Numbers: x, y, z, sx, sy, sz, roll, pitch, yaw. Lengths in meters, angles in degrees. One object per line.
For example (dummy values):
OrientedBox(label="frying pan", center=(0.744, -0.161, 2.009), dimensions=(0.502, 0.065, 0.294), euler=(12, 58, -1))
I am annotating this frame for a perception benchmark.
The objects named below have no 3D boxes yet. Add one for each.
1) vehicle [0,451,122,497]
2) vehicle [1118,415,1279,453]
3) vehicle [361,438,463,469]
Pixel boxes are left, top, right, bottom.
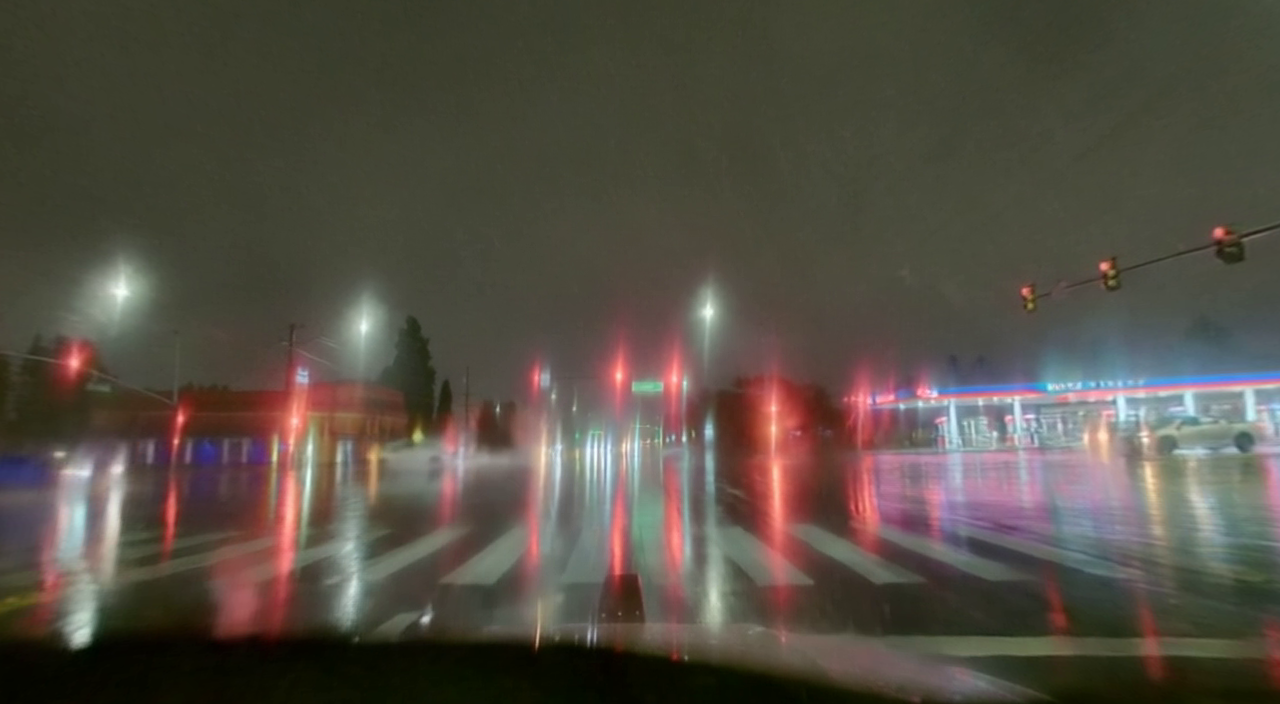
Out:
OrientedBox(label="vehicle", center=(-21.951, 4.453, 22.996), dimensions=(4.488, 1.463, 1.888), euler=(-3, -9, 3))
OrientedBox(label="vehicle", center=(22.801, 3.392, 25.808), dimensions=(4.696, 1.483, 1.898), euler=(-1, -8, 3))
OrientedBox(label="vehicle", center=(-14.705, 6.575, 40.831), dimensions=(5.789, 1.893, 2.169), euler=(-1, -8, 4))
